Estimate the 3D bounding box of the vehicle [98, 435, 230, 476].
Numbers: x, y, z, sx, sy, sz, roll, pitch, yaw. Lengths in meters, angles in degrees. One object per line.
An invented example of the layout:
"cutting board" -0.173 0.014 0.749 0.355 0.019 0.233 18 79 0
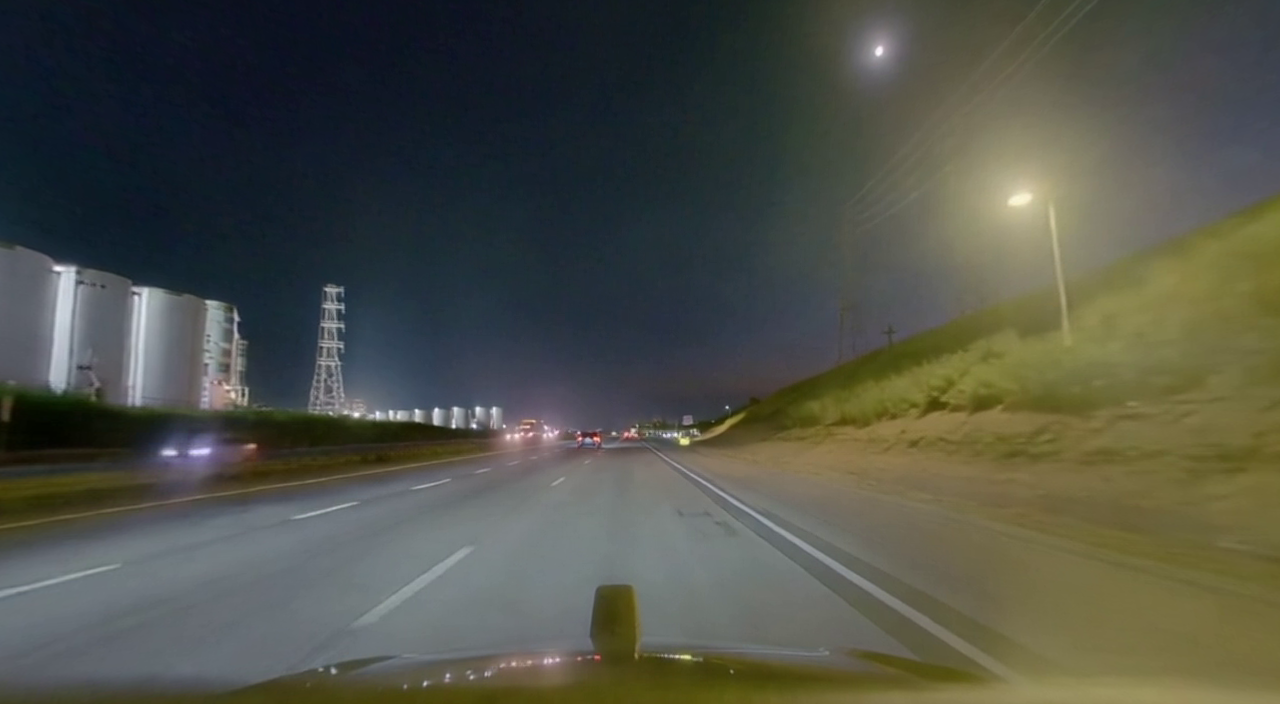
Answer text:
"vehicle" -19.053 4.125 25.550 1.851 1.473 4.523 0 -8 0
